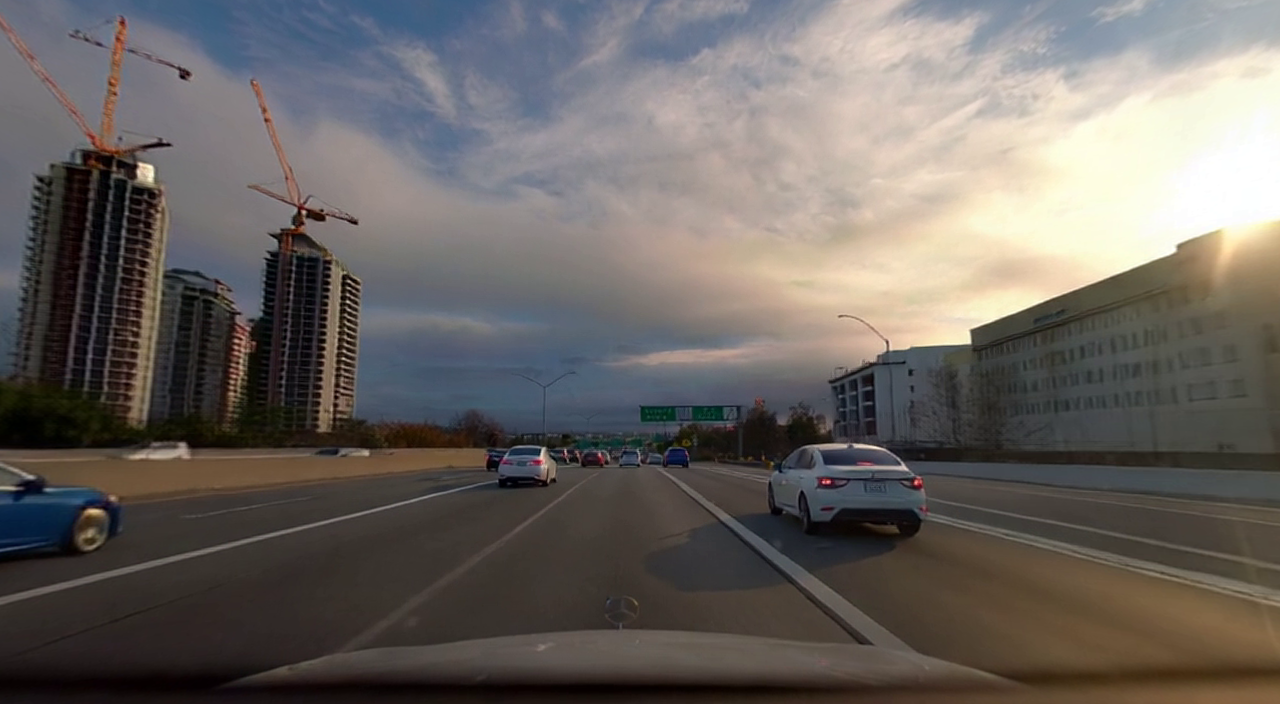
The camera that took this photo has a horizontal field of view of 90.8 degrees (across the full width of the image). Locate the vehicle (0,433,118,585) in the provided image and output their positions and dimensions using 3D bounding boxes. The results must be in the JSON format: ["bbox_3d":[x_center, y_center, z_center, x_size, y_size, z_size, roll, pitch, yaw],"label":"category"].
[{"bbox_3d":[-7.497,1.493,5.706,1.951,1.528,4.209,0,-8,0],"label":"vehicle"}]

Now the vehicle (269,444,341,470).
[{"bbox_3d":[-20.396,6.403,38.708,1.848,1.498,4.626,0,-8,0],"label":"vehicle"}]

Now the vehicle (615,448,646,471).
[{"bbox_3d":[-0.624,7.364,43.383,2.019,1.472,3.971,0,-8,-1],"label":"vehicle"}]

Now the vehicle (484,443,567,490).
[{"bbox_3d":[-4.023,4.087,23.018,2.136,1.512,4.488,0,-8,1],"label":"vehicle"}]

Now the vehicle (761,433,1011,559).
[{"bbox_3d":[3.376,2.053,9.835,1.995,1.486,4.463,0,-8,-1],"label":"vehicle"}]
